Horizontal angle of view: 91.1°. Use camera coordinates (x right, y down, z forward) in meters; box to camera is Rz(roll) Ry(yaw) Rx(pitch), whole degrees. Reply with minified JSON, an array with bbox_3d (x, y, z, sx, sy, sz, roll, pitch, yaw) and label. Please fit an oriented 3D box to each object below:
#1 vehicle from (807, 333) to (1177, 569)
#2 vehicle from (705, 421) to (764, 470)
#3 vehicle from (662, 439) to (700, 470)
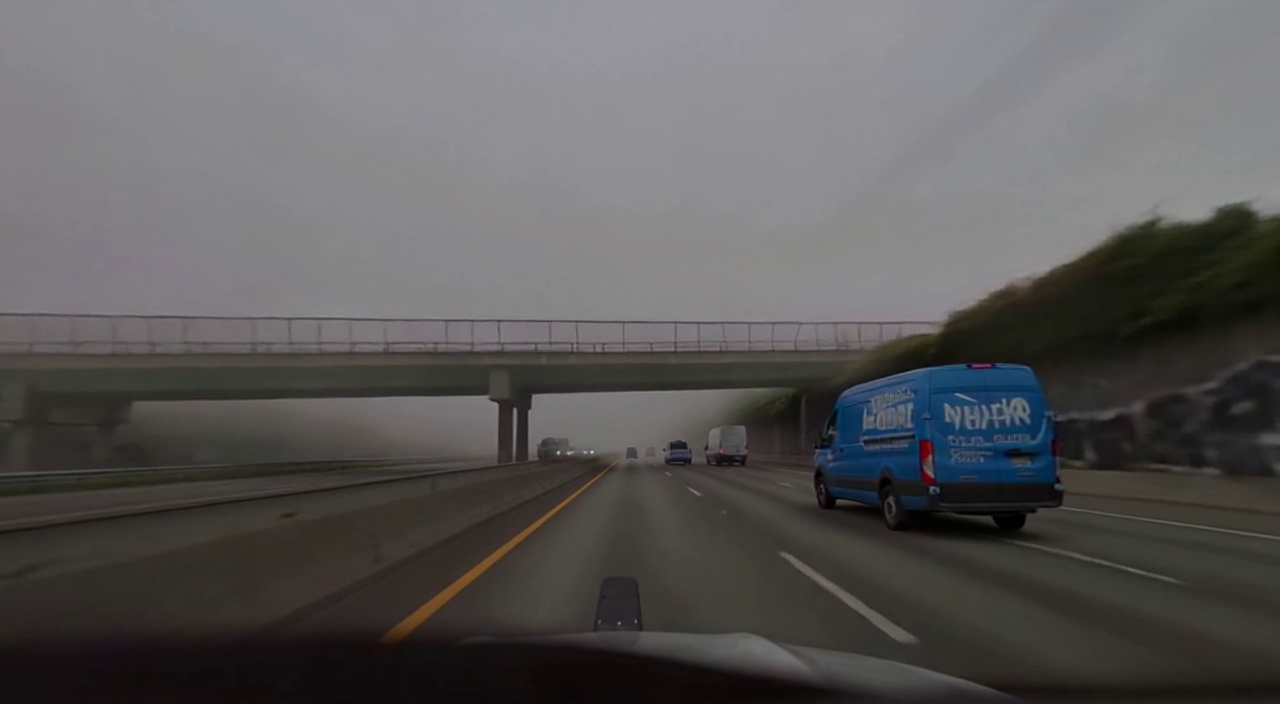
[{"bbox_3d":[4.709,1.521,9.964,2.283,2.631,5.719,0,-9,-2],"label":"vehicle"},{"bbox_3d":[6.596,6.740,45.230,2.761,3.225,7.624,0,-9,-2],"label":"vehicle"},{"bbox_3d":[2.692,6.916,42.491,2.007,1.943,5.010,0,-9,-2],"label":"vehicle"}]
